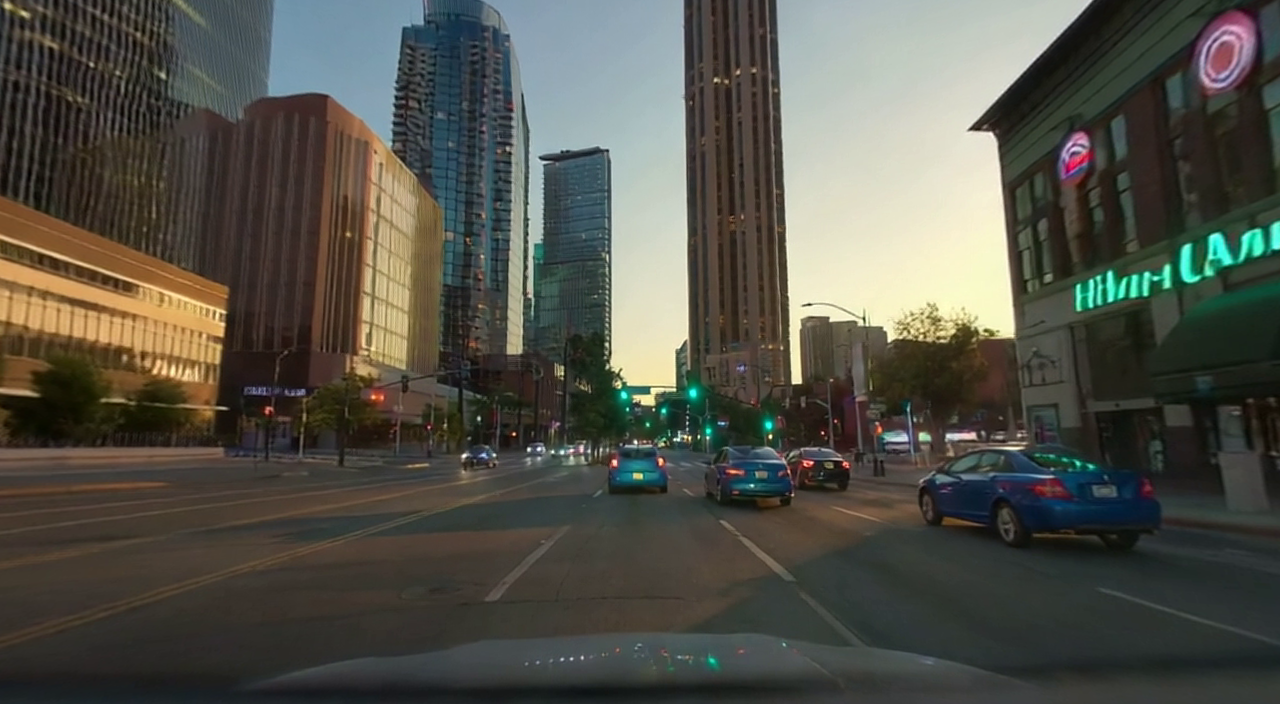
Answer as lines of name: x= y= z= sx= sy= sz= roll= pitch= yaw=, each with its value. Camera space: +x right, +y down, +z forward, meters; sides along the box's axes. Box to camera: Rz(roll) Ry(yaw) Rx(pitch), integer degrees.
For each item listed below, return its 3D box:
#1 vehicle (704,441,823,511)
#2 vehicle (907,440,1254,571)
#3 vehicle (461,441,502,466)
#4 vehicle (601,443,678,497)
vehicle: x=2.900 y=3.000 z=15.871 sx=1.987 sy=1.484 sz=4.427 roll=0 pitch=-8 yaw=-1
vehicle: x=6.100 y=2.123 z=9.686 sx=1.914 sy=1.484 sz=4.639 roll=0 pitch=-8 yaw=-1
vehicle: x=-11.938 y=7.656 z=47.880 sx=1.861 sy=1.780 sz=4.814 roll=0 pitch=-8 yaw=1
vehicle: x=-0.031 y=3.523 z=19.347 sx=2.096 sy=1.457 sz=4.160 roll=0 pitch=-8 yaw=-1
